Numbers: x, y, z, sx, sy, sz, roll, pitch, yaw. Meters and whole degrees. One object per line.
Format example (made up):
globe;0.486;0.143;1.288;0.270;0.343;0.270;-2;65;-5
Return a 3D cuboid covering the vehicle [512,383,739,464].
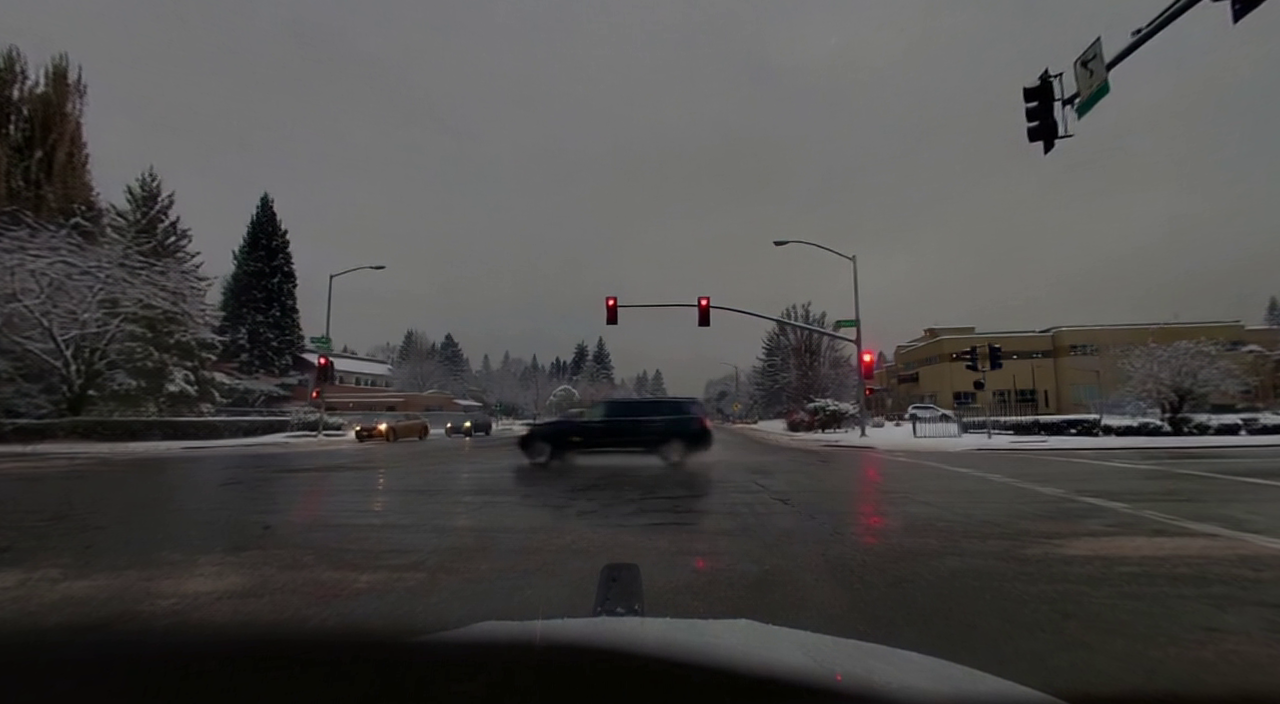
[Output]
vehicle;-0.320;1.867;16.141;5.383;1.870;2.203;-1;-9;3

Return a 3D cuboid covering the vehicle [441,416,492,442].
vehicle;-11.225;5.077;41.247;1.899;1.510;4.294;-1;-9;4

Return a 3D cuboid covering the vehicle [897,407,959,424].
vehicle;22.067;4.895;48.526;3.933;1.219;1.700;-1;-9;4

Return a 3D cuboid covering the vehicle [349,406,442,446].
vehicle;-12.500;3.928;32.746;2.340;1.902;4.920;-2;-9;8
